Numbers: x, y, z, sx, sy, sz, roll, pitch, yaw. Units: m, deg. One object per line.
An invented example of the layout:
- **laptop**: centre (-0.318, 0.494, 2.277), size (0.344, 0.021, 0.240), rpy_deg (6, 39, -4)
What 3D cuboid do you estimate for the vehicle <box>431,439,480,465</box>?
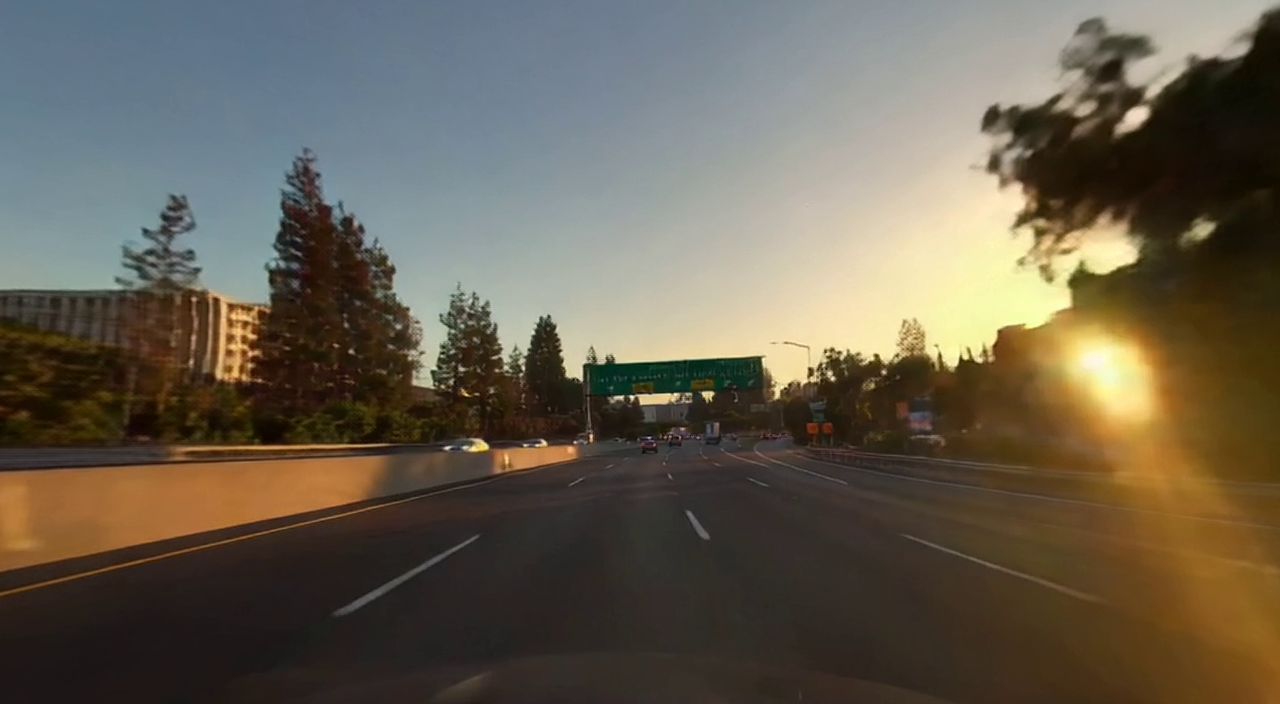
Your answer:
- **vehicle**: centre (-11.881, 6.443, 40.936), size (1.824, 1.596, 3.948), rpy_deg (0, -8, 3)
